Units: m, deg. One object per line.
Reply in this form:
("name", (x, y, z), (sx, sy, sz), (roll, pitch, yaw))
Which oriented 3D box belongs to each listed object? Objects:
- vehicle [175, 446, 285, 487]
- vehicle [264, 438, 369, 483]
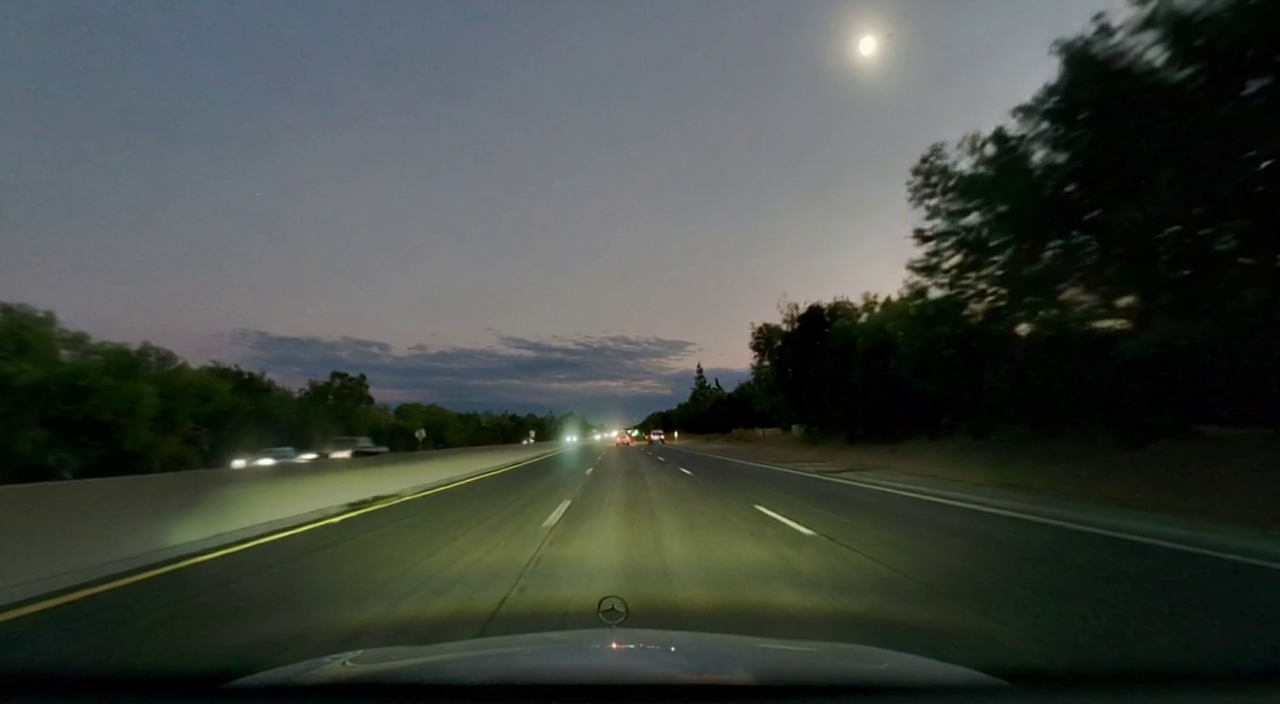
("vehicle", (-16.783, 4.682, 26.092), (1.844, 1.456, 4.265), (0, -8, -3))
("vehicle", (-12.094, 4.047, 23.953), (1.886, 1.527, 4.215), (0, -8, -2))
